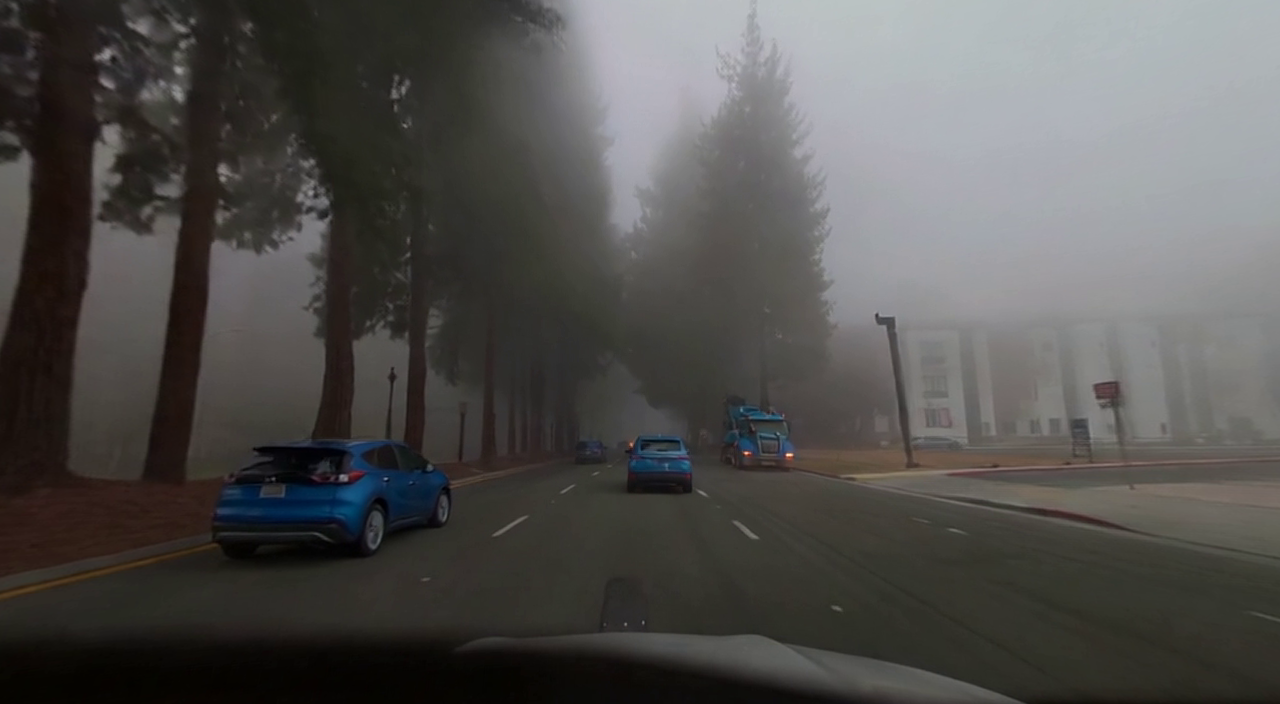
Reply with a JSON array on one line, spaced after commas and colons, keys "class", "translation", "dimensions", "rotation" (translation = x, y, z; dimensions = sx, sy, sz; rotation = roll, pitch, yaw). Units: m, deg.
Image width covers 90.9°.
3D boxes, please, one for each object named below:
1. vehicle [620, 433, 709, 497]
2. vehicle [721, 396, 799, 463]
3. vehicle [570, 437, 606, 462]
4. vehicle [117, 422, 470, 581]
[{"class": "vehicle", "translation": [0.557, 2.952, 16.865], "dimensions": [2.086, 1.466, 4.026], "rotation": [0, -8, 0]}, {"class": "vehicle", "translation": [5.925, 3.993, 32.154], "dimensions": [2.736, 3.078, 5.825], "rotation": [0, -8, -1]}, {"class": "vehicle", "translation": [-3.658, 6.917, 44.687], "dimensions": [2.062, 1.641, 4.193], "rotation": [0, -8, 2]}, {"class": "vehicle", "translation": [-4.004, 1.796, 8.546], "dimensions": [2.003, 1.507, 4.808], "rotation": [0, -8, 1]}]
